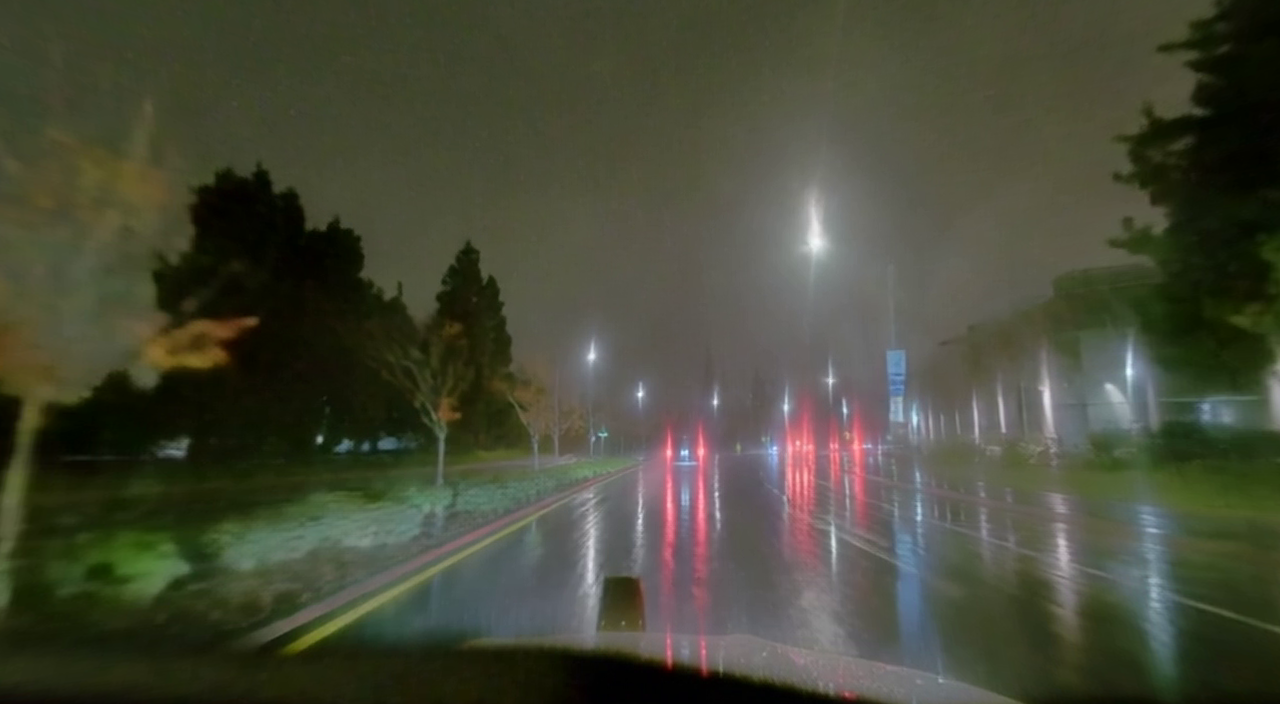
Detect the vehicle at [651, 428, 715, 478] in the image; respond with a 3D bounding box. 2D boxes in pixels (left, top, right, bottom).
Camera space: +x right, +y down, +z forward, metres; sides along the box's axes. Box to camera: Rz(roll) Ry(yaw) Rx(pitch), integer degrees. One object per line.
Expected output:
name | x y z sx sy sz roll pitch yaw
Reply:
vehicle | 2.016 4.414 27.650 2.371 1.926 5.615 -1 -9 8
